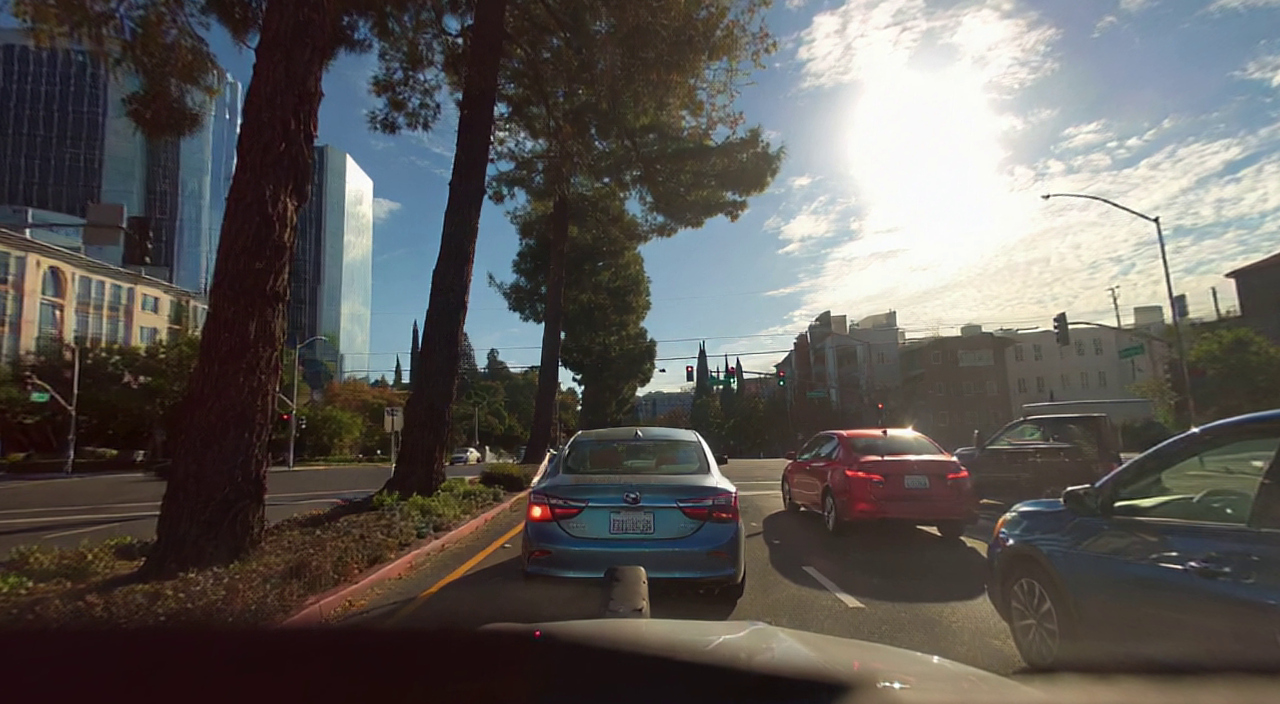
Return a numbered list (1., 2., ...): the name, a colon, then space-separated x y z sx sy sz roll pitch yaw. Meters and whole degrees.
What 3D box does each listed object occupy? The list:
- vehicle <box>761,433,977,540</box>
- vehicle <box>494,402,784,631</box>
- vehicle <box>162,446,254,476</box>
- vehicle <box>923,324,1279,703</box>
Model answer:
1. vehicle: 3.692 2.259 11.299 2.054 1.482 4.654 0 -9 -1
2. vehicle: -0.025 1.475 6.515 2.074 1.631 3.793 0 -9 -1
3. vehicle: -32.494 8.189 47.559 5.321 2.089 2.177 8 -12 -43
4. vehicle: 3.727 0.932 3.441 2.162 1.829 4.519 0 -9 -1
